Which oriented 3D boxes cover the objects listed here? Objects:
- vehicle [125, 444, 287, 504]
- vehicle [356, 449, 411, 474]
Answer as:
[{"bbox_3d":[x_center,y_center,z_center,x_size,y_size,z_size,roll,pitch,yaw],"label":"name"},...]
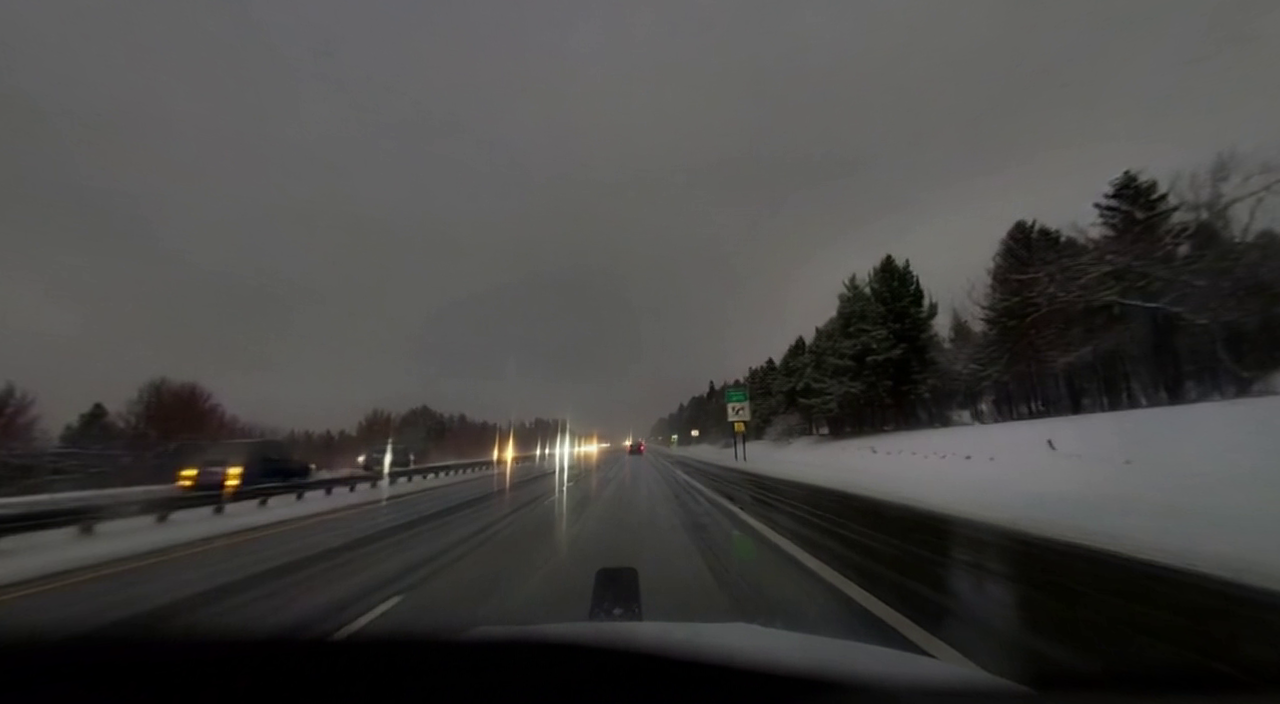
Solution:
[{"bbox_3d":[-12.764,3.574,18.834,1.897,1.568,4.209,0,-9,-1],"label":"vehicle"},{"bbox_3d":[-16.883,7.216,41.464,1.940,1.562,4.395,0,-9,-3],"label":"vehicle"}]
